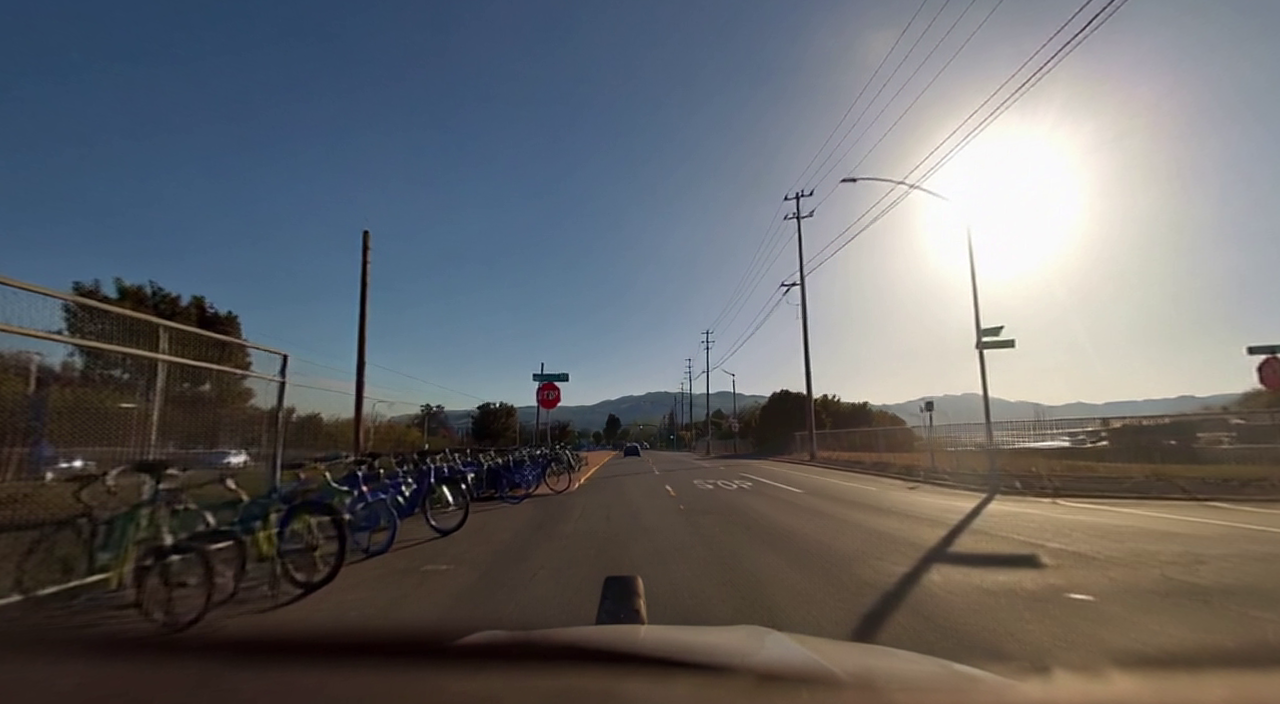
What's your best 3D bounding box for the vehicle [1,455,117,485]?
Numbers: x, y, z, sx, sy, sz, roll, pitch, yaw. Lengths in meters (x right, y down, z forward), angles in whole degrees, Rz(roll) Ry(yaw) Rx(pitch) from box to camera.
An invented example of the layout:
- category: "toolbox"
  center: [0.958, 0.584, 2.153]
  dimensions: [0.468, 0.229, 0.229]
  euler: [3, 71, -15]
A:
- category: "vehicle"
  center: [-33.531, 6.806, 36.569]
  dimensions: [4.569, 1.558, 1.903]
  euler: [0, -9, -5]
